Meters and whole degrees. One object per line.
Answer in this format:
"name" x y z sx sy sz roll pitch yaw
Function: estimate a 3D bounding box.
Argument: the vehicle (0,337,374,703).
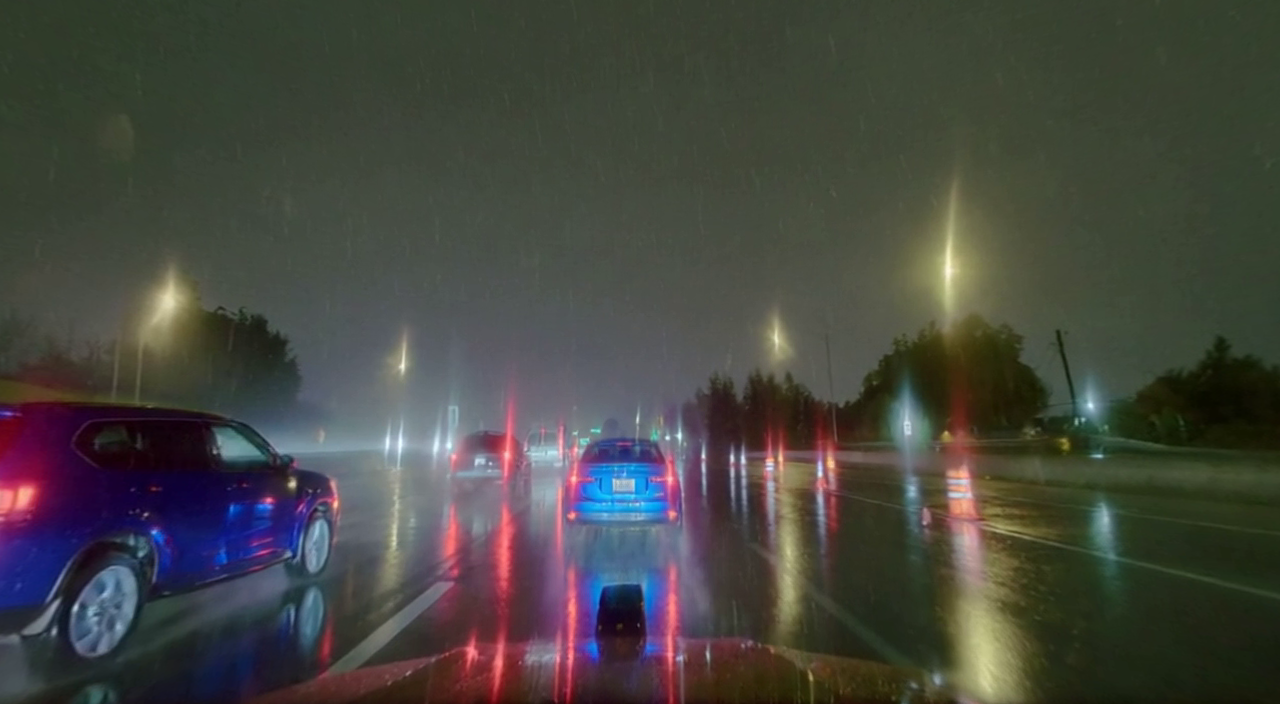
"vehicle" -3.636 1.052 4.193 2.025 1.708 4.089 0 -9 -1

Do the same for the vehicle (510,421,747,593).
"vehicle" -0.182 1.653 7.585 2.069 1.484 3.982 0 -9 -3

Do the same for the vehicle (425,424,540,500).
"vehicle" -3.939 2.826 16.537 1.982 1.727 4.057 0 -9 -1
